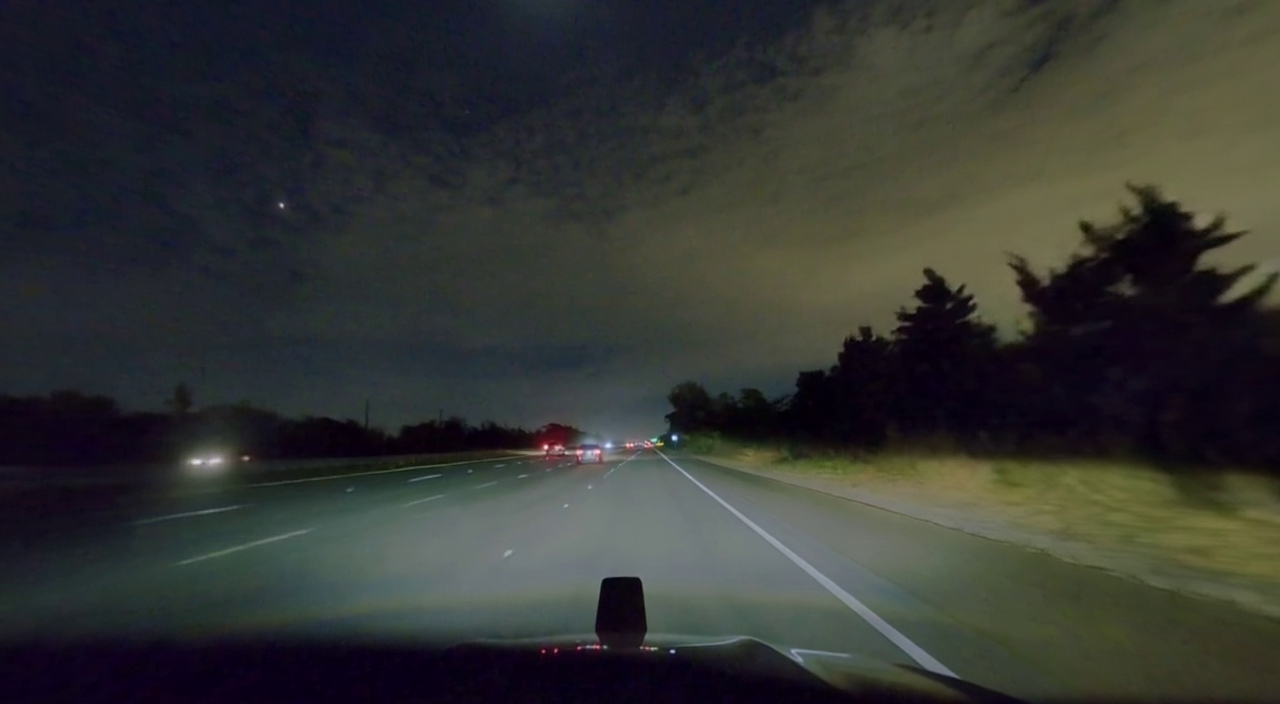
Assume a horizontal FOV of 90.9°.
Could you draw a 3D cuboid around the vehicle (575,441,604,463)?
[{"bbox_3d":[-3.613,7.272,45.818,1.786,1.488,4.023,0,-8,0],"label":"vehicle"}]
